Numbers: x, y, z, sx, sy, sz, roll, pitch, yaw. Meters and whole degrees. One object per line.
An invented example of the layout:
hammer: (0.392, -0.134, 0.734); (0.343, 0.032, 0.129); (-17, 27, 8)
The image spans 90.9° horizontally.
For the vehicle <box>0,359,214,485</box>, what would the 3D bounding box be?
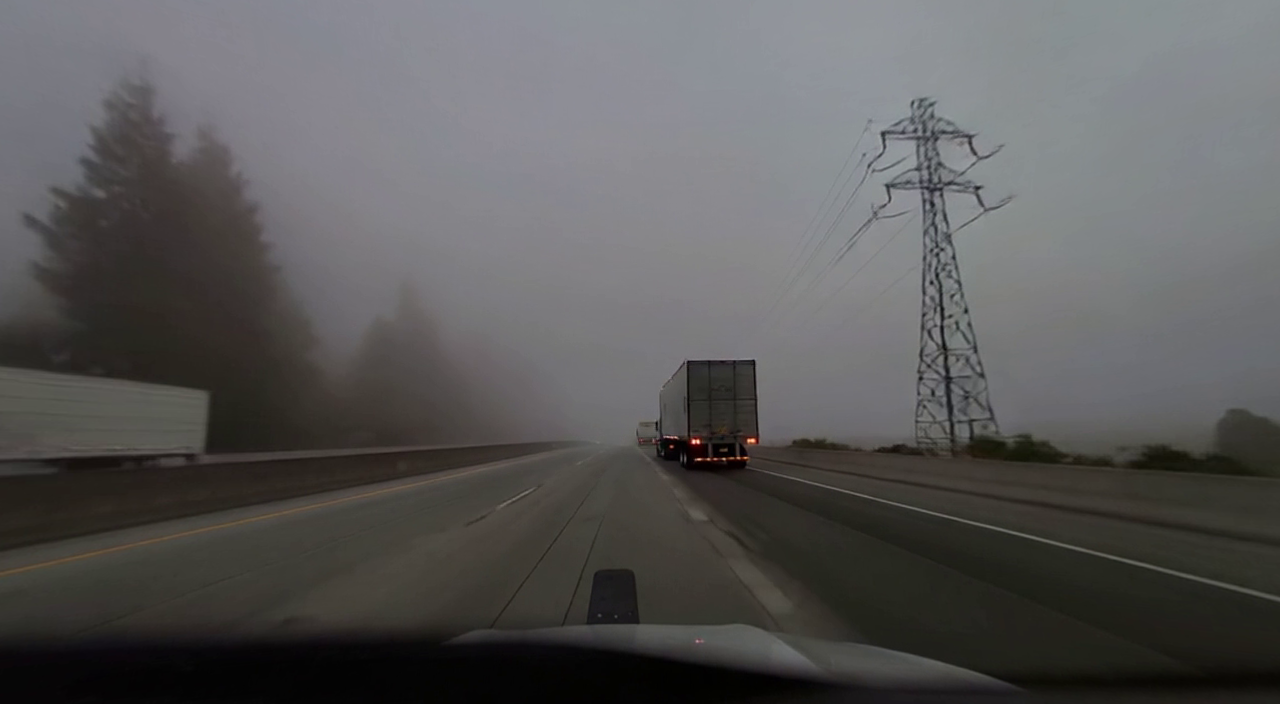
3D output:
vehicle: (-20.275, 2.282, 20.065); (3.034, 3.645, 15.090); (0, -8, 0)

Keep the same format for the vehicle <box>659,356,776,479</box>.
vehicle: (2.784, 3.132, 28.161); (2.905, 4.080, 14.157); (0, -8, -2)
